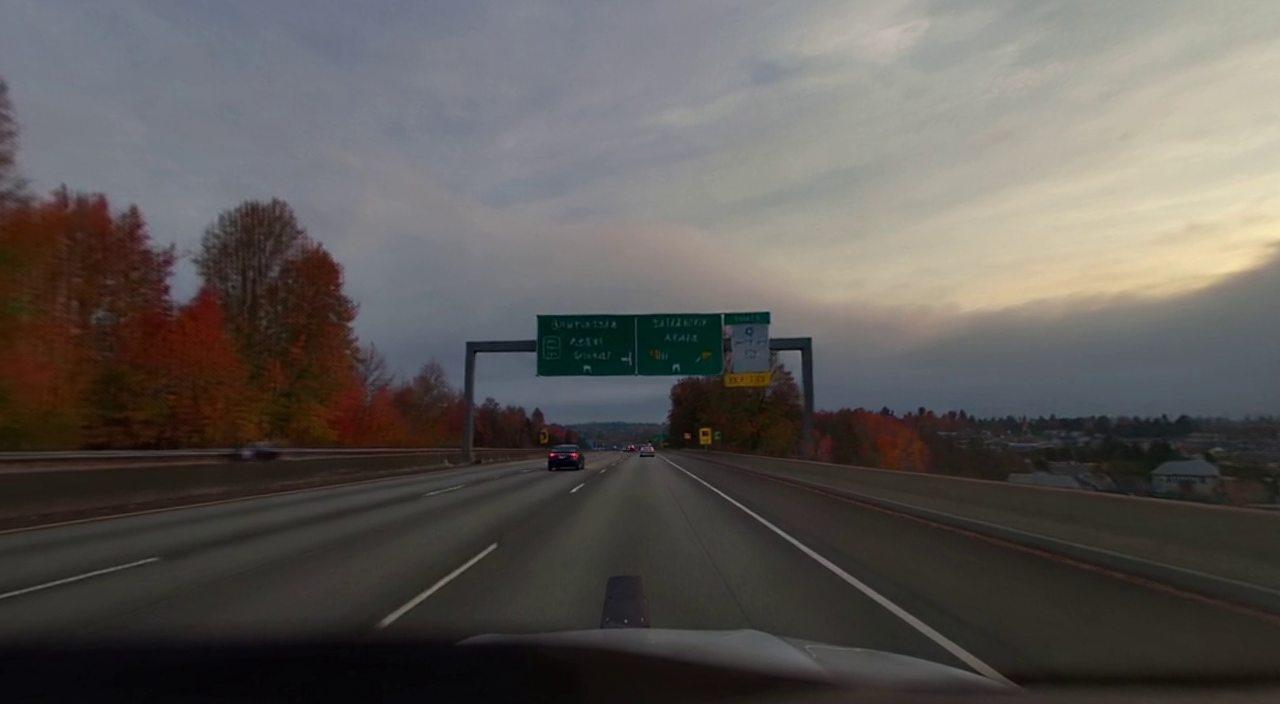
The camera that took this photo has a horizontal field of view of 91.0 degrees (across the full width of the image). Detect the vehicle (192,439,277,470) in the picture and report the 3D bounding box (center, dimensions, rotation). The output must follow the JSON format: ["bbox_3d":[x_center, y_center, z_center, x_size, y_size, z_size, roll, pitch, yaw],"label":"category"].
[{"bbox_3d":[-24.000,6.061,37.481,2.016,1.705,4.790,0,-8,-2],"label":"vehicle"}]

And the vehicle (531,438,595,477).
[{"bbox_3d":[-3.358,4.703,28.419,2.061,1.572,4.814,0,-8,3],"label":"vehicle"}]
